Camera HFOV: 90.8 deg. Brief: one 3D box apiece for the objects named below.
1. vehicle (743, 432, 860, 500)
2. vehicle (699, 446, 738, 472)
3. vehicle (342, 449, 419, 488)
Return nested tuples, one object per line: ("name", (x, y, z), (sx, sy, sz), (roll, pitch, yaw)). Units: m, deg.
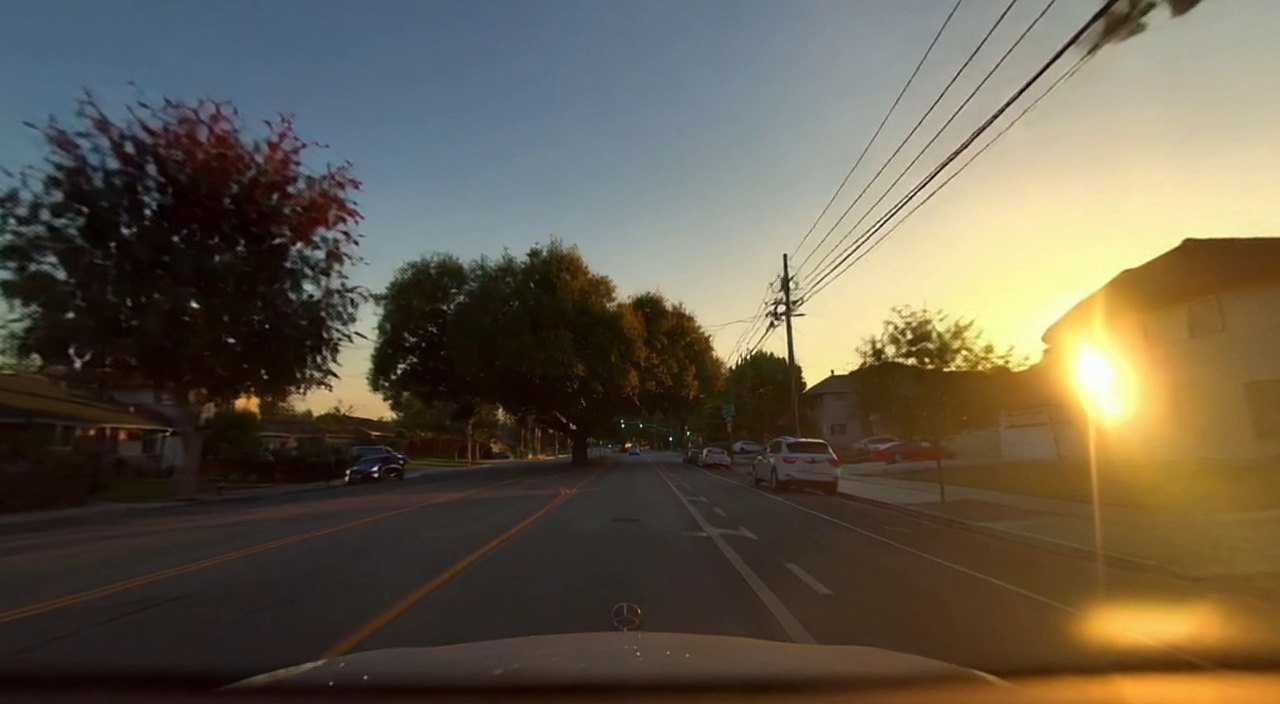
("vehicle", (4.721, 3.411, 19.326), (2.180, 1.782, 4.790), (0, -8, -1))
("vehicle", (4.774, 6.548, 38.901), (1.875, 1.540, 3.402), (0, -8, -1))
("vehicle", (-12.379, 5.538, 30.412), (1.939, 1.537, 4.197), (-3, -7, 0))
